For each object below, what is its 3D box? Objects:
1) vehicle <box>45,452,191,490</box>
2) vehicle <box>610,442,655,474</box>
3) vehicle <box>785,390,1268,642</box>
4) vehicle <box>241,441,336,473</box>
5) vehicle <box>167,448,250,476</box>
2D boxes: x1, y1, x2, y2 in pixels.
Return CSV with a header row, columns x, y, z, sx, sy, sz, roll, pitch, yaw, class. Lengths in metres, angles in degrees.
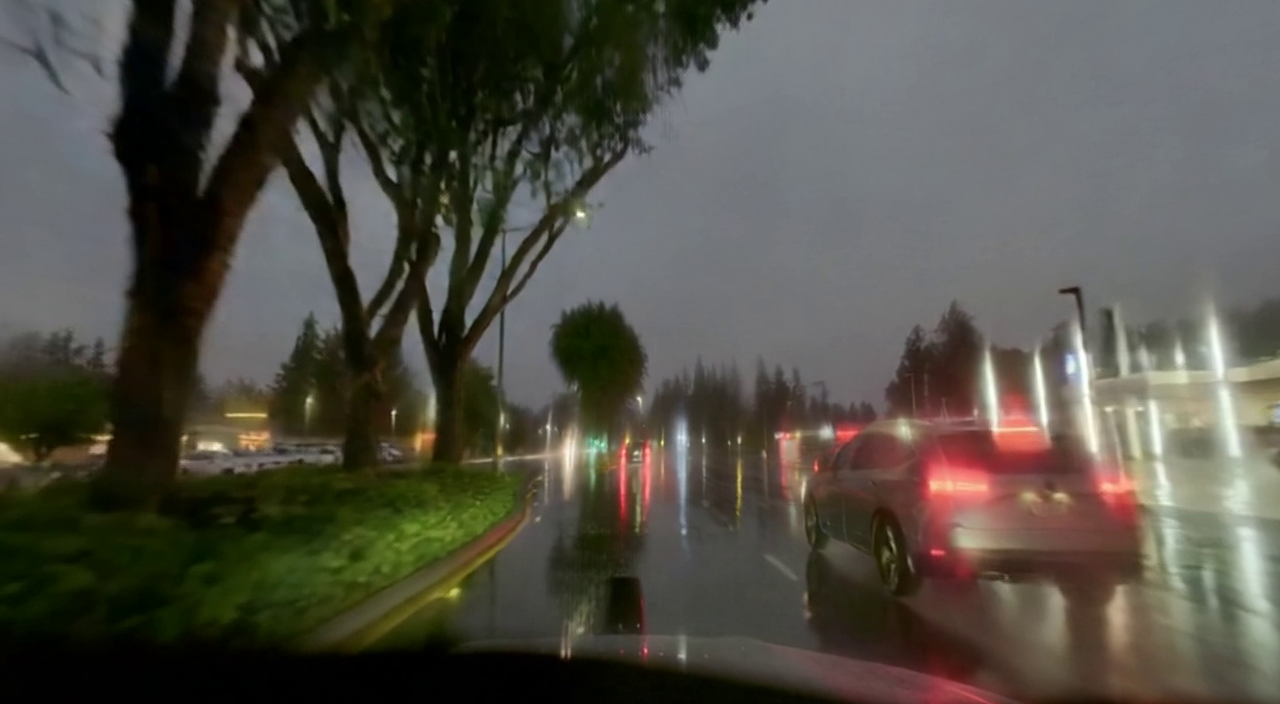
x,y,z,sx,sy,sz,roll,pitch,yaw,class
-22.544,5.135,27.429,4.625,1.516,2.007,-1,-8,3,vehicle
-0.378,5.312,31.866,2.126,1.475,3.967,0,-8,-1,vehicle
3.152,1.432,6.566,2.110,1.698,4.397,0,-8,-2,vehicle
-25.963,7.765,46.826,5.776,1.932,2.226,-4,-9,1,vehicle
-28.778,7.304,42.377,1.942,1.695,5.231,1,-9,-2,vehicle
